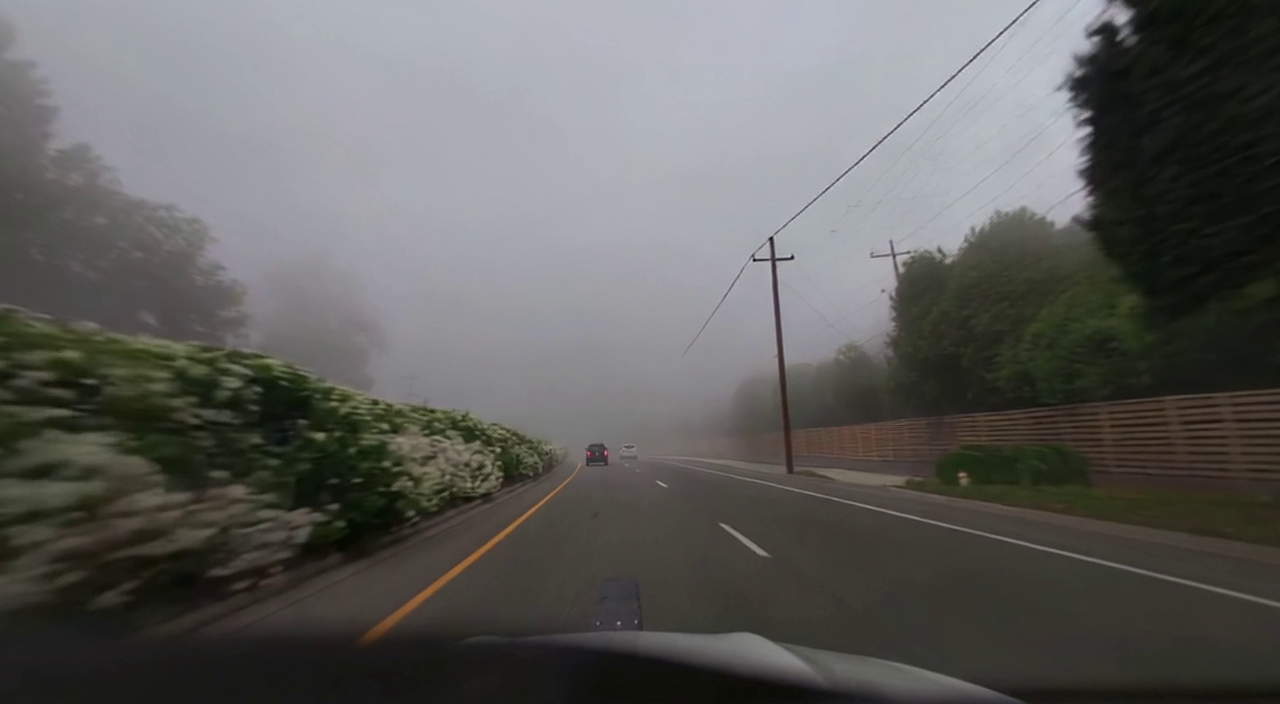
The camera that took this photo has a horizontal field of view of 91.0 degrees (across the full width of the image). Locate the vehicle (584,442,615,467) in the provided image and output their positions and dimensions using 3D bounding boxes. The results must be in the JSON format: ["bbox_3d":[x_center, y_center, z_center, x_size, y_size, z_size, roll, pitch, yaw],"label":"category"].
[{"bbox_3d":[-2.922,7.240,44.621,2.005,1.633,4.044,1,-9,-5],"label":"vehicle"}]
